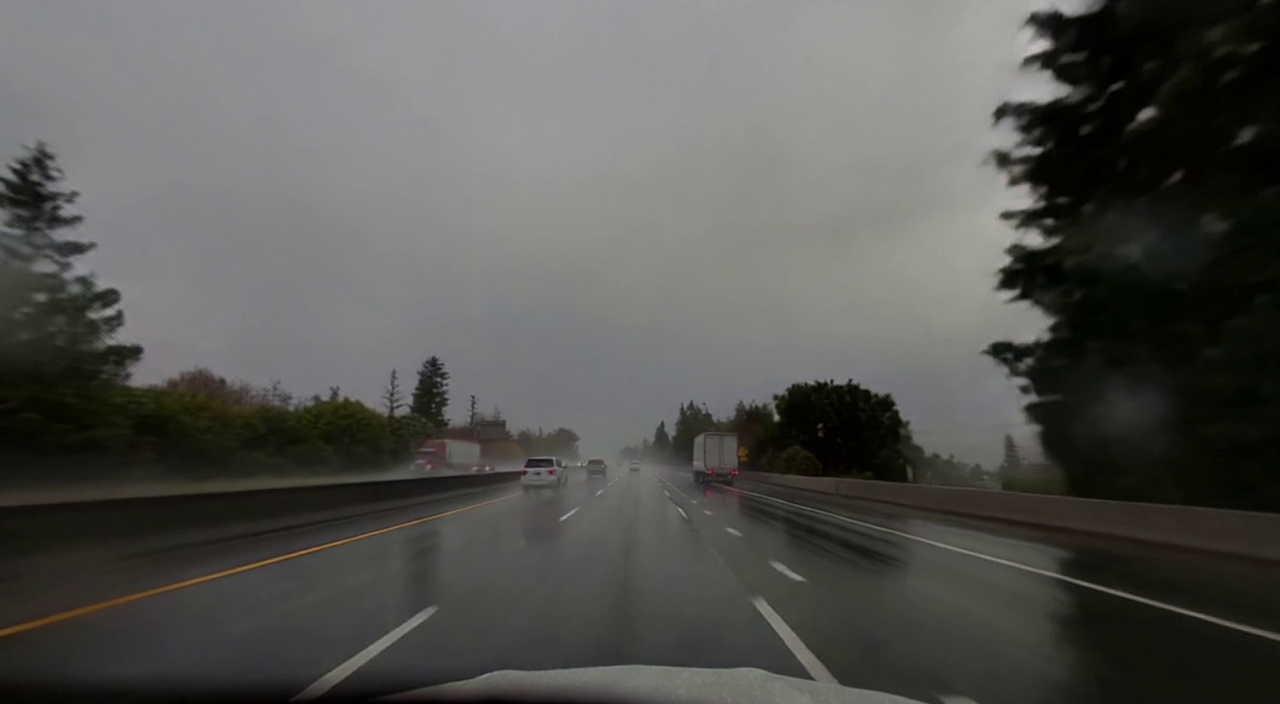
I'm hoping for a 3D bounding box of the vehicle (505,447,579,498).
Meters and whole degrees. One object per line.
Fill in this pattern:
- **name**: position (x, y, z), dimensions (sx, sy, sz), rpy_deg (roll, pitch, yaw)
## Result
- **vehicle**: position (-3.970, 5.049, 26.467), dimensions (2.272, 1.873, 4.832), rpy_deg (1, -10, 0)
